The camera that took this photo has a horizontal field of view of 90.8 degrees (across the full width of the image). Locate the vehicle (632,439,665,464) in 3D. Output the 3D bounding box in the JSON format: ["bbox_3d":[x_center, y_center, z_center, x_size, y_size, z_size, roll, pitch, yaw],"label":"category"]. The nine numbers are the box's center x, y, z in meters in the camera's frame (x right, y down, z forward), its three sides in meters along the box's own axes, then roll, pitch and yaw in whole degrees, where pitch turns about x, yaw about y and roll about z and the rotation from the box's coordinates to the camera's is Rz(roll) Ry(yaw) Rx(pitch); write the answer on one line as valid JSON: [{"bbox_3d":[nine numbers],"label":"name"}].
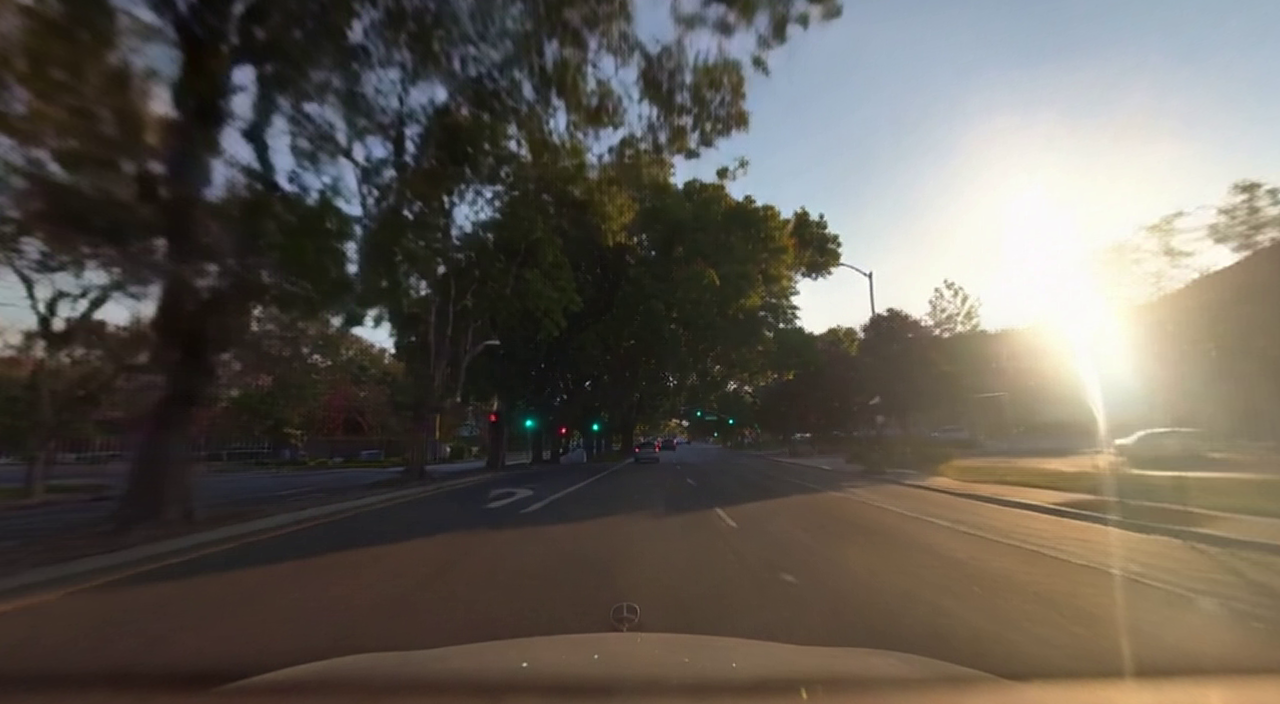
[{"bbox_3d":[0.599,6.592,42.174,2.037,1.568,3.693,-1,-8,3],"label":"vehicle"}]
